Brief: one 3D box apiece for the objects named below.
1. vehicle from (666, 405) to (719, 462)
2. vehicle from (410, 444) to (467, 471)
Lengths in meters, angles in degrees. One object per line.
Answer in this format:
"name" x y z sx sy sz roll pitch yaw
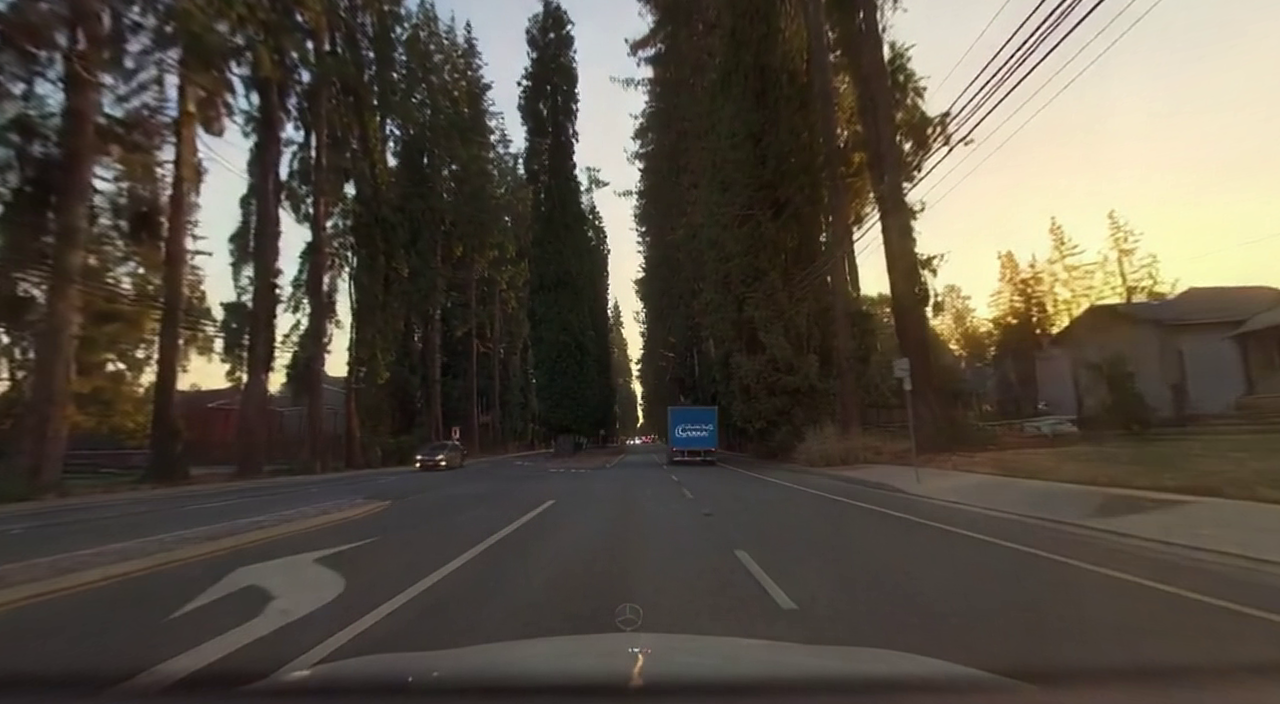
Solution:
"vehicle" 3.740 6.176 47.147 2.973 3.848 9.336 0 -8 -2
"vehicle" -12.108 6.349 38.028 1.947 1.528 4.461 0 -8 0
